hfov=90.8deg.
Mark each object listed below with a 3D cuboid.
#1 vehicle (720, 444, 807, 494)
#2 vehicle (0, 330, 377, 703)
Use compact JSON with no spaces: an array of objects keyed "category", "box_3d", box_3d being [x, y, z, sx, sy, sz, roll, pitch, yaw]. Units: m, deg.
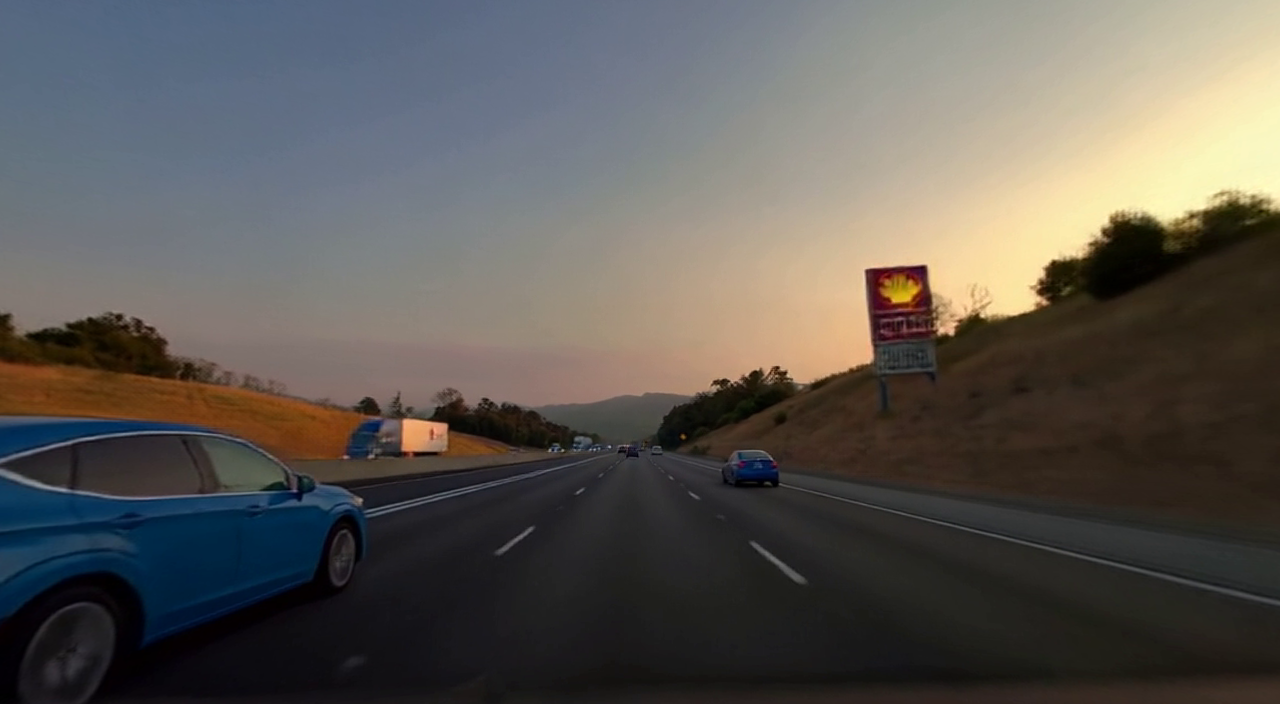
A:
[{"category":"vehicle","box_3d":[3.934,3.783,20.779,1.967,1.472,3.751,0,-9,-2]},{"category":"vehicle","box_3d":[-3.170,0.882,2.584,2.277,1.695,4.475,0,-9,-1]}]
